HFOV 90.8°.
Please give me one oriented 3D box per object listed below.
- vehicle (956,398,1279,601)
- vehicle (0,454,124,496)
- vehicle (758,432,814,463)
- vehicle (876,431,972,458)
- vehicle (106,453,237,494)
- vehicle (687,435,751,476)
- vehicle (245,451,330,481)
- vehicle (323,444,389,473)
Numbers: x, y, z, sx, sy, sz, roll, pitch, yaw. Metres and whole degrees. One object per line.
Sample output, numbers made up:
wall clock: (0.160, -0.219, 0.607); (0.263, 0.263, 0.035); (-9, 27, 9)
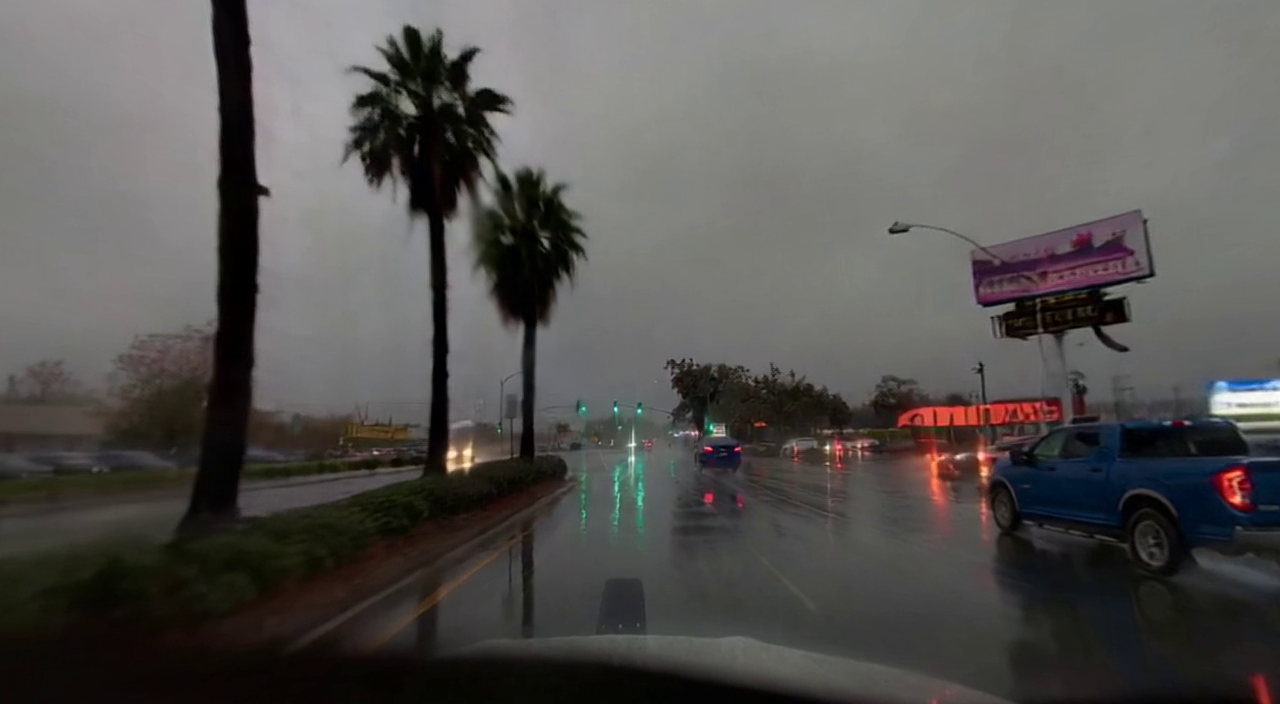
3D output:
vehicle: (6.166, 1.519, 7.351); (2.140, 1.606, 5.437); (0, -8, 0)
vehicle: (-24.320, 5.011, 26.083); (1.899, 1.499, 4.911); (0, -8, -1)
vehicle: (10.170, 6.735, 44.631); (2.417, 2.061, 5.980); (0, -8, -1)
vehicle: (19.852, 6.491, 44.259); (5.804, 1.683, 2.529); (-6, -9, 28)
vehicle: (-19.389, 5.027, 26.490); (1.900, 1.481, 4.684); (0, -8, 0)
vehicle: (3.143, 4.232, 26.063); (1.889, 1.541, 4.303); (0, -8, -2)
vehicle: (-19.454, 6.283, 35.171); (1.871, 1.519, 5.002); (0, -8, 0)
vehicle: (-19.172, 7.179, 42.957); (2.066, 1.825, 5.291); (0, -8, 0)
